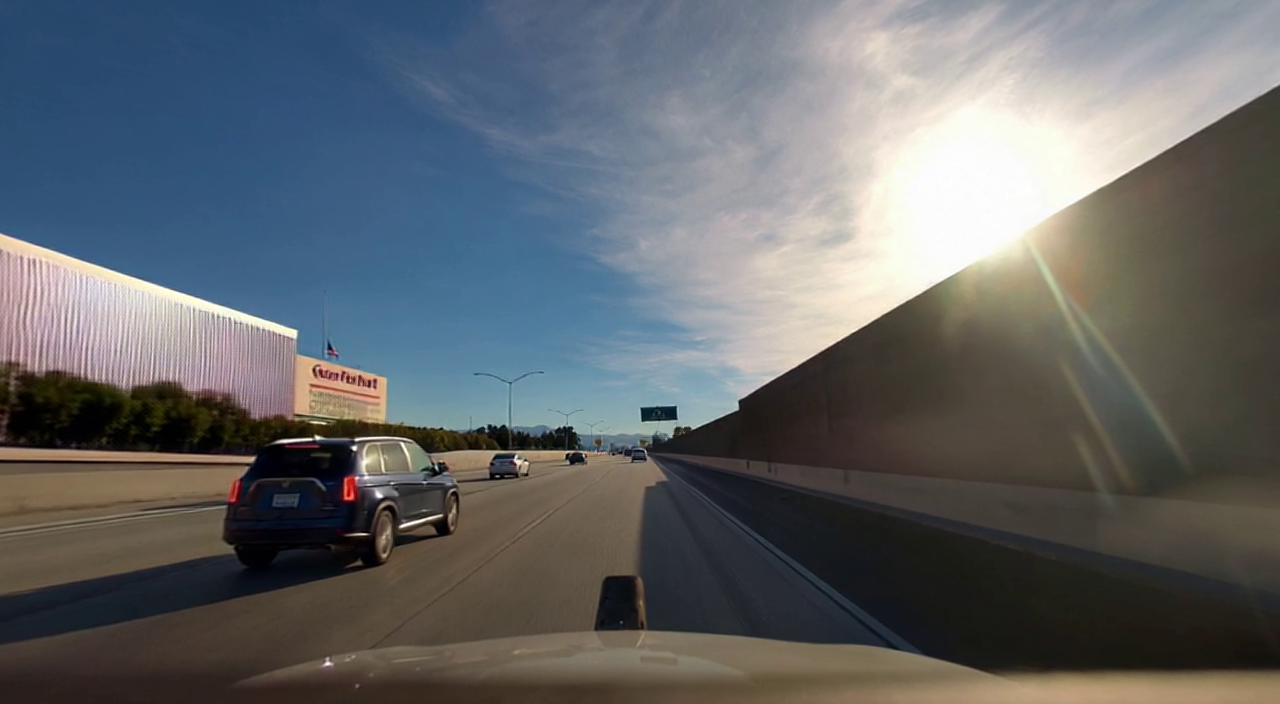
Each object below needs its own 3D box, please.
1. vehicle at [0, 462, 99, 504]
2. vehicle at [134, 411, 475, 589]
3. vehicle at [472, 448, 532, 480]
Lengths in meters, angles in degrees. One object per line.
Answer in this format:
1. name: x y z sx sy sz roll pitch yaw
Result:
1. vehicle: -27.936 5.899 28.710 2.250 1.663 4.719 0 -9 1
2. vehicle: -3.910 1.804 8.519 2.059 1.725 4.521 0 -9 1
3. vehicle: -7.174 5.860 33.382 1.998 1.542 4.953 0 -9 1
